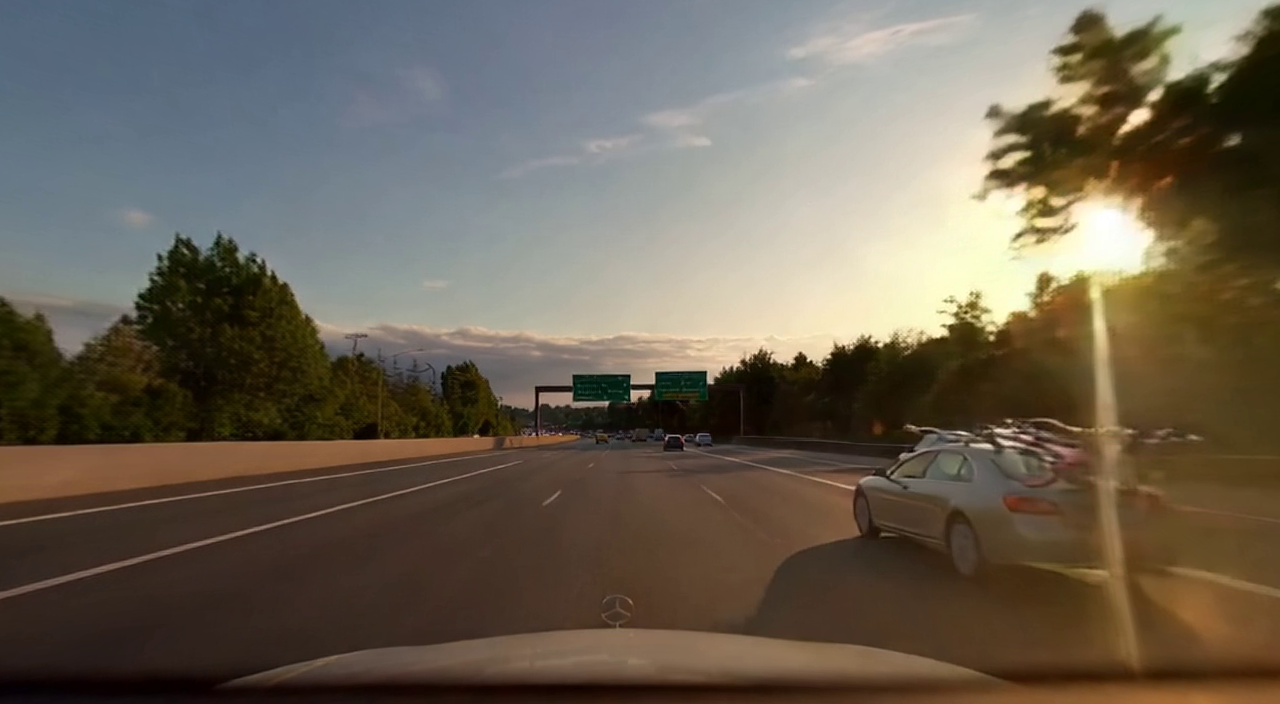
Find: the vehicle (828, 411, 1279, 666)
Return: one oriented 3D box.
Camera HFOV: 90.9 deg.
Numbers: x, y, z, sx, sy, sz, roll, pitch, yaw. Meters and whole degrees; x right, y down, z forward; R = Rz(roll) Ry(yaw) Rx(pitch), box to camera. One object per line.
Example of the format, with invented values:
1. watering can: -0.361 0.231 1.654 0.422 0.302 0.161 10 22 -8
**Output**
1. vehicle: 3.606 1.368 5.957 2.094 1.441 4.568 0 -8 -2
